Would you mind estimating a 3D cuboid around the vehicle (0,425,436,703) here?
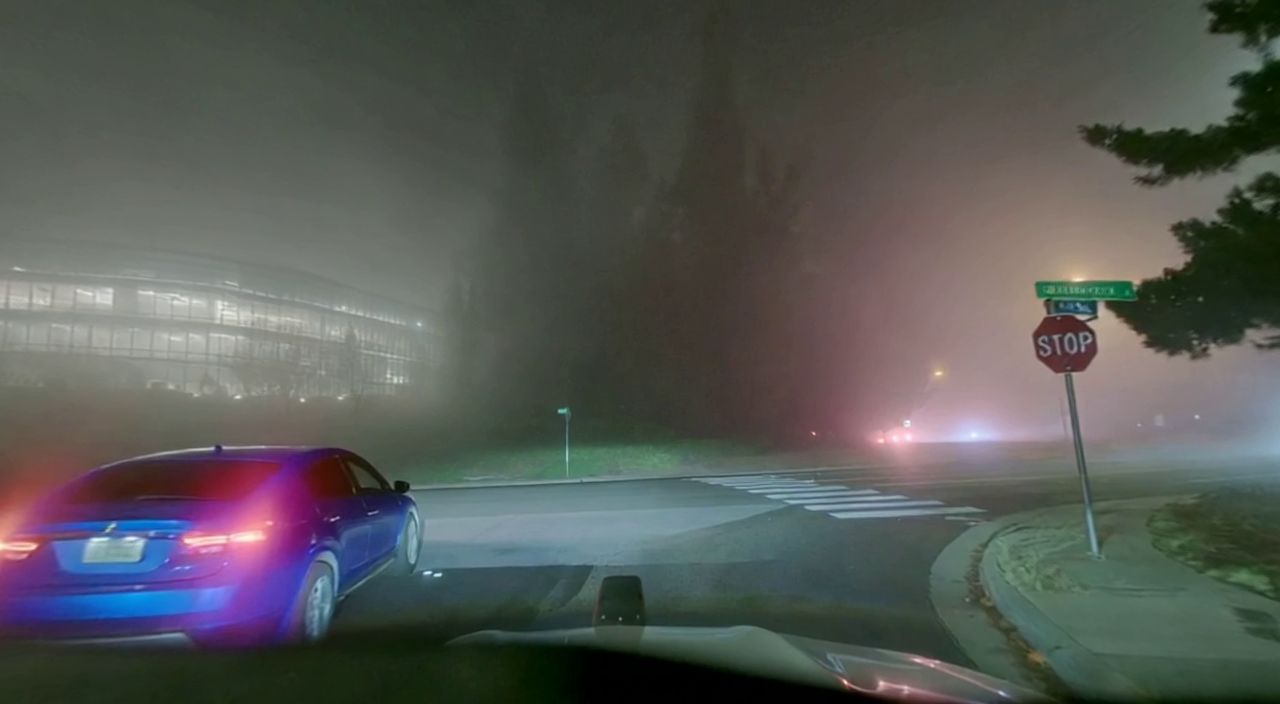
[{"bbox_3d":[-3.145,1.384,5.080,2.069,1.413,5.006,1,-9,-9],"label":"vehicle"}]
